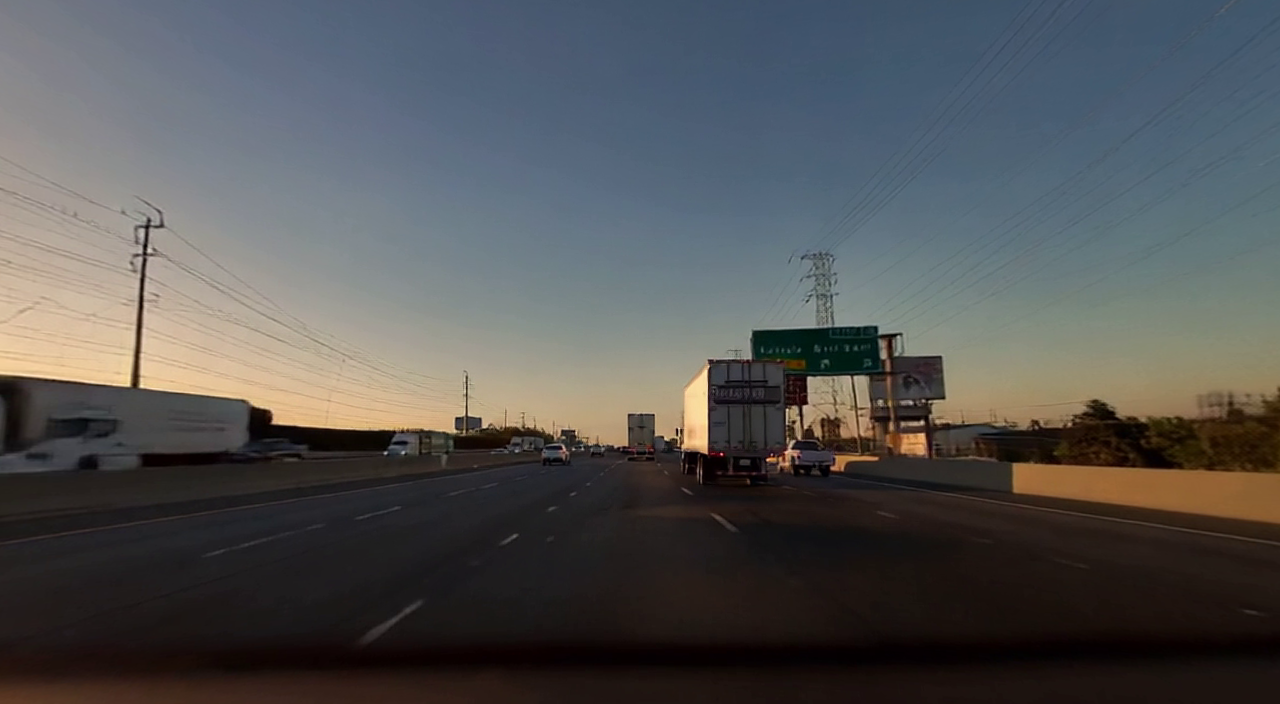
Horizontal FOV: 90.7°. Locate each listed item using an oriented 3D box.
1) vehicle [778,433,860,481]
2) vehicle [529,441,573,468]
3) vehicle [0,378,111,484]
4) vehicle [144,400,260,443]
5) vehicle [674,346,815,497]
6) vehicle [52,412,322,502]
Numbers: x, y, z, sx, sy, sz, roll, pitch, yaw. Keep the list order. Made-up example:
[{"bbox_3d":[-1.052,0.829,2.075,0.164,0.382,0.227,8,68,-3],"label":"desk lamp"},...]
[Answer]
[{"bbox_3d":[7.550,4.490,27.219,2.115,1.844,4.522,0,-9,-1],"label":"vehicle"},{"bbox_3d":[-6.849,7.925,49.223,2.425,1.917,5.647,-1,-9,2],"label":"vehicle"},{"bbox_3d":[-24.803,2.965,23.539,3.057,3.802,8.100,0,-9,0],"label":"vehicle"},{"bbox_3d":[-20.907,3.439,30.526,2.008,1.858,4.938,-1,-9,1],"label":"vehicle"},{"bbox_3d":[3.322,3.156,25.804,2.892,4.152,16.575,0,-9,0],"label":"vehicle"},{"bbox_3d":[-20.893,5.079,31.283,2.971,3.403,13.948,-1,-9,1],"label":"vehicle"}]
